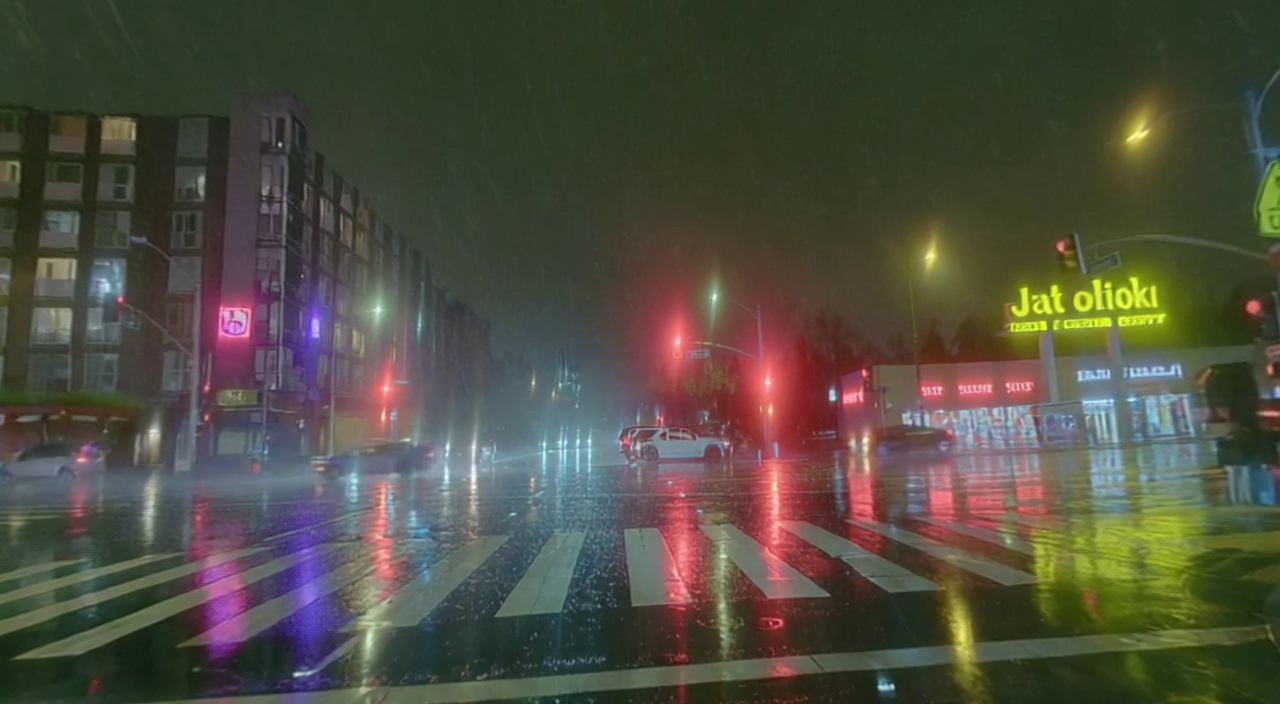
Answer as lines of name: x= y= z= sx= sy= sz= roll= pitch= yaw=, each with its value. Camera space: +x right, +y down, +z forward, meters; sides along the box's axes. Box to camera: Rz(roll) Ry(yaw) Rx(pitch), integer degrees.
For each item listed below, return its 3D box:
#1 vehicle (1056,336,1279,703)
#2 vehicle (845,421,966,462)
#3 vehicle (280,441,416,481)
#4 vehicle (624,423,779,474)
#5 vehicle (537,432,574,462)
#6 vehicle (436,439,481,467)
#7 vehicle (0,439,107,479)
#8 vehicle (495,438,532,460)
vehicle: x=3.016 y=0.606 z=0.869 sx=1.866 sy=1.654 sz=4.354 roll=0 pitch=-8 yaw=0
vehicle: x=11.554 y=3.902 z=27.629 sx=4.513 sy=1.682 sz=1.810 roll=1 pitch=-9 yaw=-8
vehicle: x=-11.300 y=4.233 z=24.715 sx=4.475 sy=1.458 sz=1.681 roll=1 pitch=-9 yaw=-8
vehicle: x=1.916 y=3.105 z=20.417 sx=4.612 sy=1.521 sz=1.811 roll=1 pitch=-9 yaw=-10
vehicle: x=-5.111 y=5.801 z=38.615 sx=1.976 sy=1.683 sz=4.117 roll=0 pitch=-8 yaw=-4
vehicle: x=-10.895 y=6.098 z=38.206 sx=1.885 sy=1.545 sz=4.124 roll=1 pitch=-8 yaw=-6
vehicle: x=-31.562 y=5.630 z=33.532 sx=2.205 sy=1.903 sz=5.877 roll=1 pitch=-9 yaw=-10
vehicle: x=-8.621 y=6.670 z=43.530 sx=1.906 sy=1.402 sz=4.904 roll=0 pitch=-8 yaw=-5
